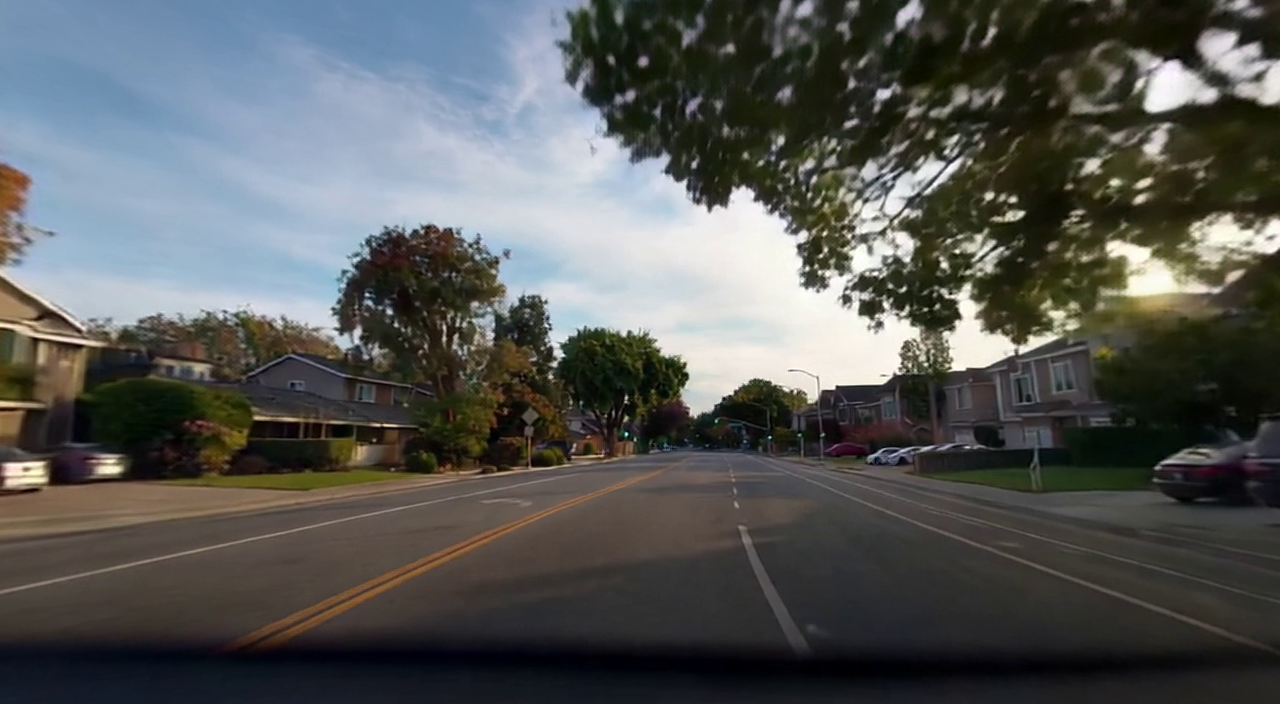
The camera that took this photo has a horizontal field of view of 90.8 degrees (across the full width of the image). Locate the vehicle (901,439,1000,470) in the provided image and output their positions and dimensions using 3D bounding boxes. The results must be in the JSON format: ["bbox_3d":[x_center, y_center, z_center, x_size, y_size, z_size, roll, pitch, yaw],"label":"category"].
[{"bbox_3d":[18.849,6.230,38.557,4.854,1.803,2.179,0,-9,2],"label":"vehicle"}]

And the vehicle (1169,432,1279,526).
[{"bbox_3d":[14.886,2.707,13.666,4.691,1.872,2.147,-1,-9,6],"label":"vehicle"}]

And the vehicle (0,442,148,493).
[{"bbox_3d":[-19.169,3.763,21.029,1.786,1.500,4.021,-2,-9,13],"label":"vehicle"}]
